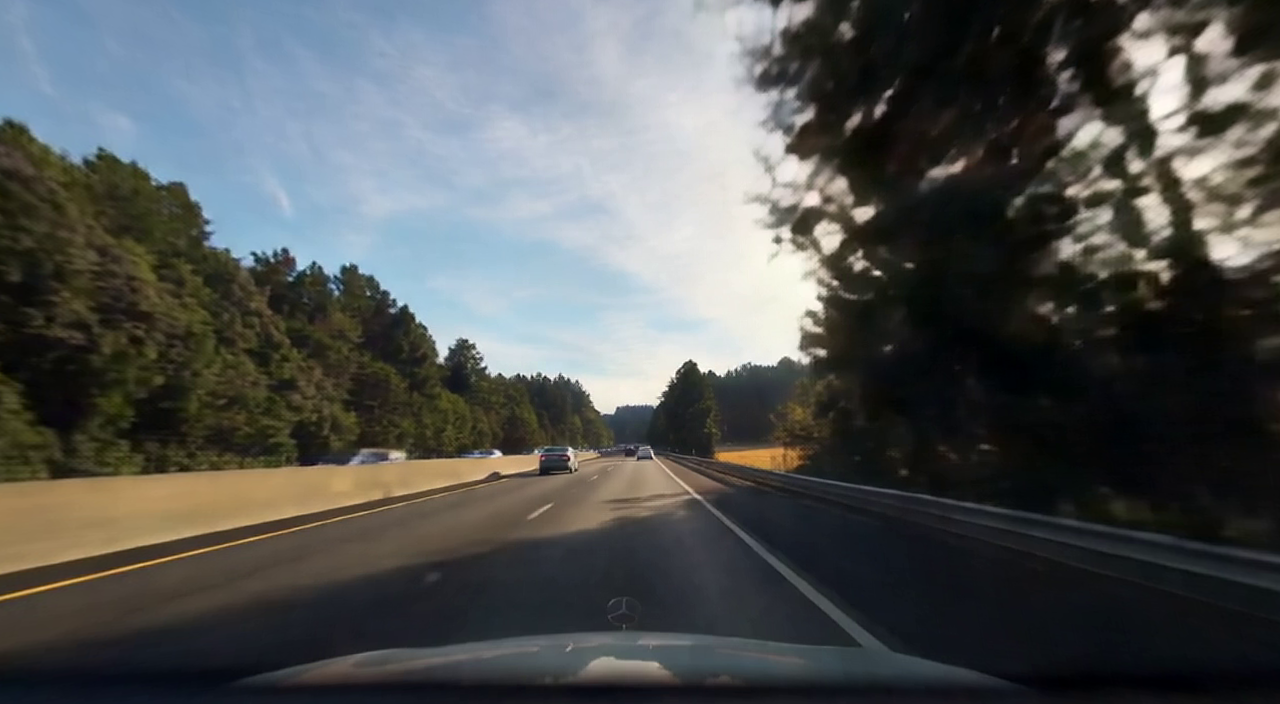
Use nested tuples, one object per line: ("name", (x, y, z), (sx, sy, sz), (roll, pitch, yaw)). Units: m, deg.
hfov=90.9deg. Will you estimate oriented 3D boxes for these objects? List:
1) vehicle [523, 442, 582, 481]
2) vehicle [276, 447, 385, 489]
("vehicle", (-3.983, 5.076, 29.485), (2.095, 1.664, 4.305), (0, -9, 1))
("vehicle", (-12.683, 4.771, 26.269), (2.083, 1.536, 4.838), (0, -9, 0))
